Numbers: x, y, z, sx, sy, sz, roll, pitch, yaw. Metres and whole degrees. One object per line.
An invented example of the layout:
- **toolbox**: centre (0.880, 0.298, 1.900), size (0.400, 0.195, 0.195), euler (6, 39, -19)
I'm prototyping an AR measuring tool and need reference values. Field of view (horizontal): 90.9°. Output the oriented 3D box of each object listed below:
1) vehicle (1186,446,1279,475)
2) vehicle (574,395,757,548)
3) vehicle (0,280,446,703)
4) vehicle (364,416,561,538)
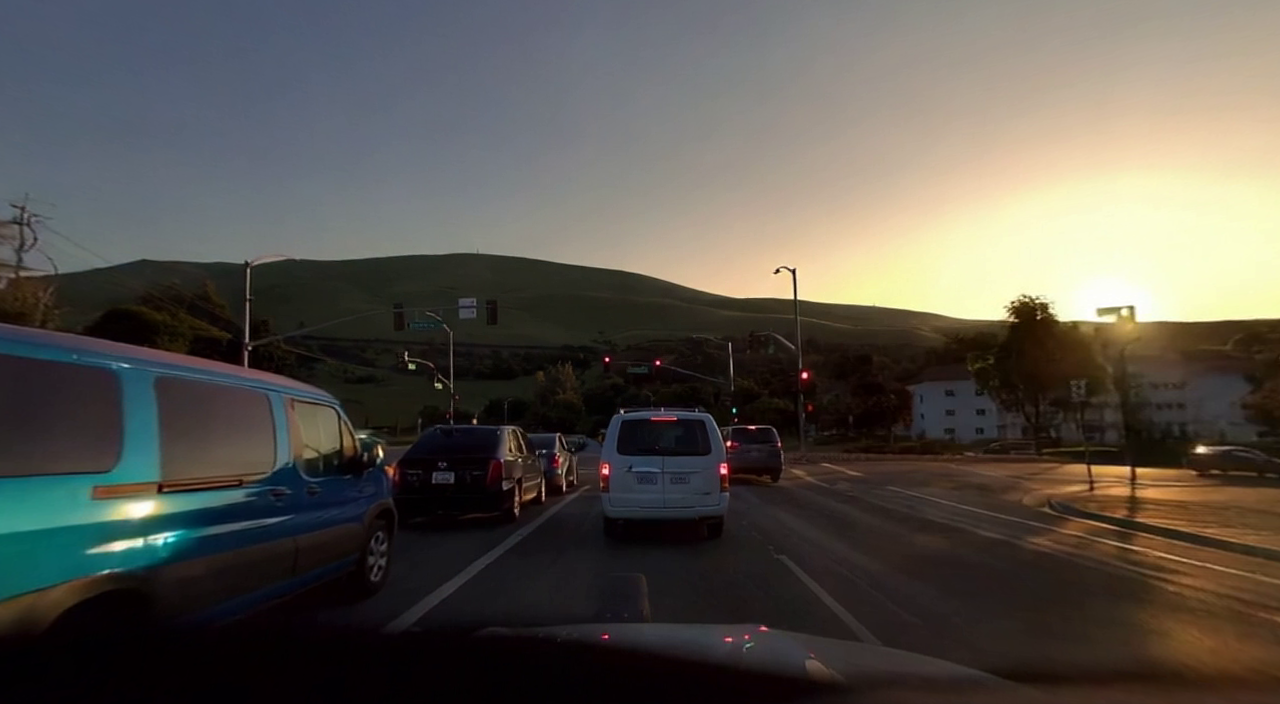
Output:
- **vehicle**: centre (31.881, 5.659, 33.049), size (4.696, 1.461, 1.810), euler (0, -8, 1)
- **vehicle**: centre (0.295, 1.758, 9.813), size (2.185, 1.822, 4.391), euler (0, -8, 0)
- **vehicle**: centre (-2.798, 0.893, 3.047), size (2.131, 1.783, 4.540), euler (0, -8, 2)
- **vehicle**: centre (-2.682, 2.021, 10.779), size (1.972, 1.642, 4.372), euler (0, -8, 2)
